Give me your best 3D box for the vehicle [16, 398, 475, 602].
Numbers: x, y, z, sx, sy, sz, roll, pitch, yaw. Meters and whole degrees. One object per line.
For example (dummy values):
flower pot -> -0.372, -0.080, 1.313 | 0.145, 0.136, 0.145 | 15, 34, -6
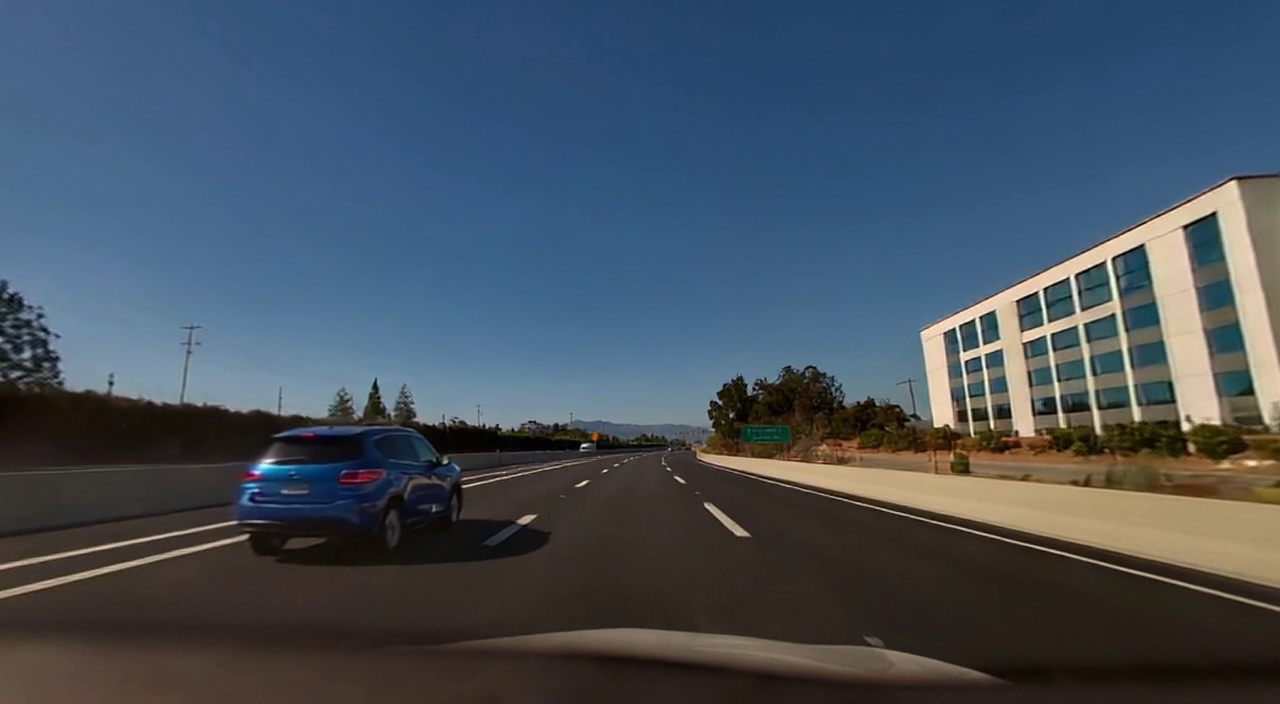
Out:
vehicle -> -3.887, 1.589, 7.641 | 2.327, 1.647, 4.908 | 0, -9, 1
